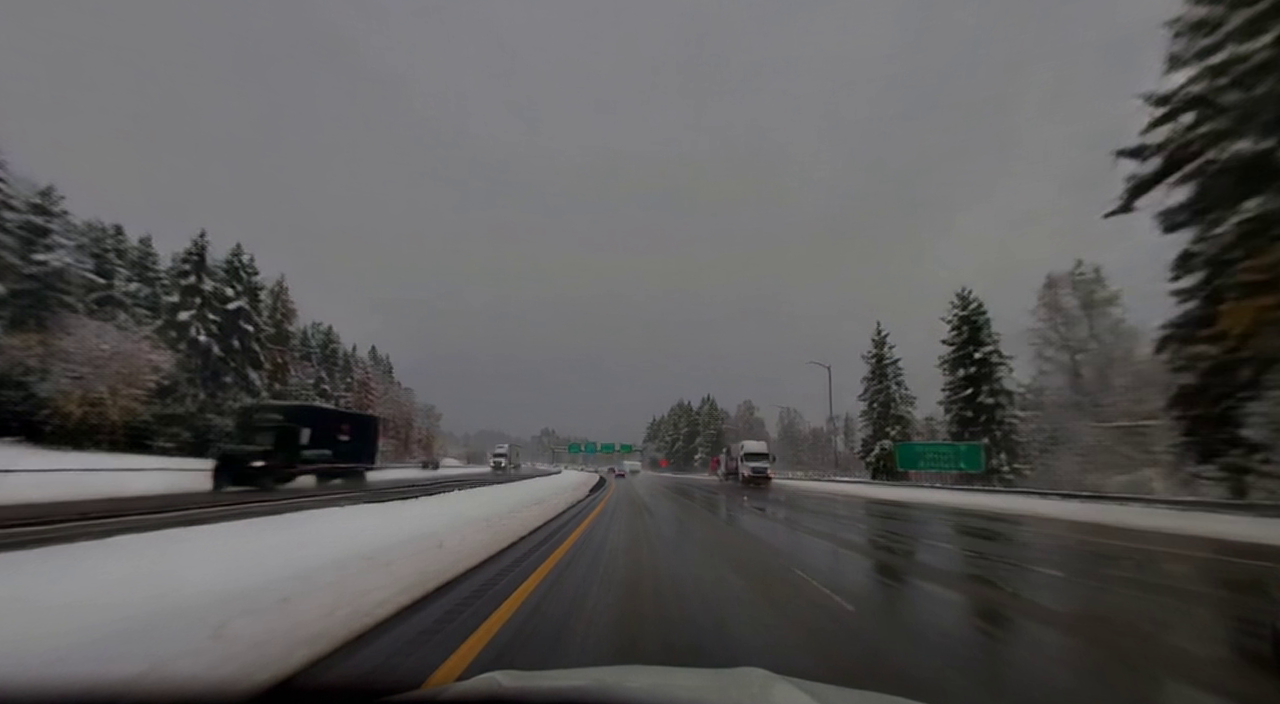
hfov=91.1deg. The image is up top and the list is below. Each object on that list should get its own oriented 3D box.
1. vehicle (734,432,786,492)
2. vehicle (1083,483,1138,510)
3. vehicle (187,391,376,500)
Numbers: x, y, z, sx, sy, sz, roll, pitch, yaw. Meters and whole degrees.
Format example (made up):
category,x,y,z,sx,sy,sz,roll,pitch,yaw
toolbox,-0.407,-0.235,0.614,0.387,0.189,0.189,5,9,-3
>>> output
category,x,y,z,sx,sy,sz,roll,pitch,yaw
vehicle,7.771,7.231,41.279,2.282,3.633,4.740,1,-10,-2
vehicle,29.295,8.979,39.230,1.701,1.471,3.592,-3,-11,21
vehicle,-13.881,3.911,25.479,2.965,3.646,8.166,1,-11,-2
